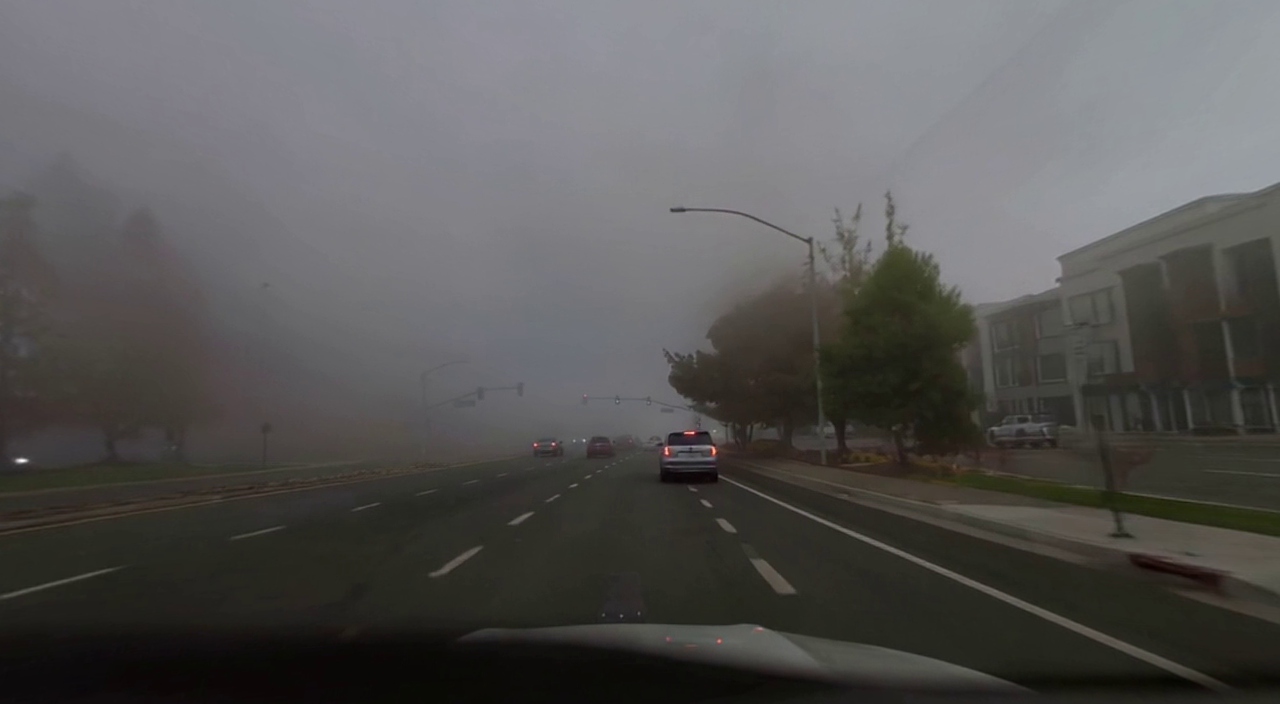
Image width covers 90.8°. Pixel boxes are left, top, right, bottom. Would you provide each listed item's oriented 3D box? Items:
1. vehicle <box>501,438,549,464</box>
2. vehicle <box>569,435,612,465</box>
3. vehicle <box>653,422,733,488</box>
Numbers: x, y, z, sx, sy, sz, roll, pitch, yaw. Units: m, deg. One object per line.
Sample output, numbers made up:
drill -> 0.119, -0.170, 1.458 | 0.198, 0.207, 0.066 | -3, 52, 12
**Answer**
vehicle -> -6.953, 6.058, 38.678 | 1.928, 1.488, 4.635 | 0, -8, 2
vehicle -> -2.871, 5.764, 37.349 | 2.121, 1.654, 3.993 | 0, -8, 1
vehicle -> 1.526, 3.207, 19.971 | 2.197, 1.835, 4.316 | 0, -8, 0
